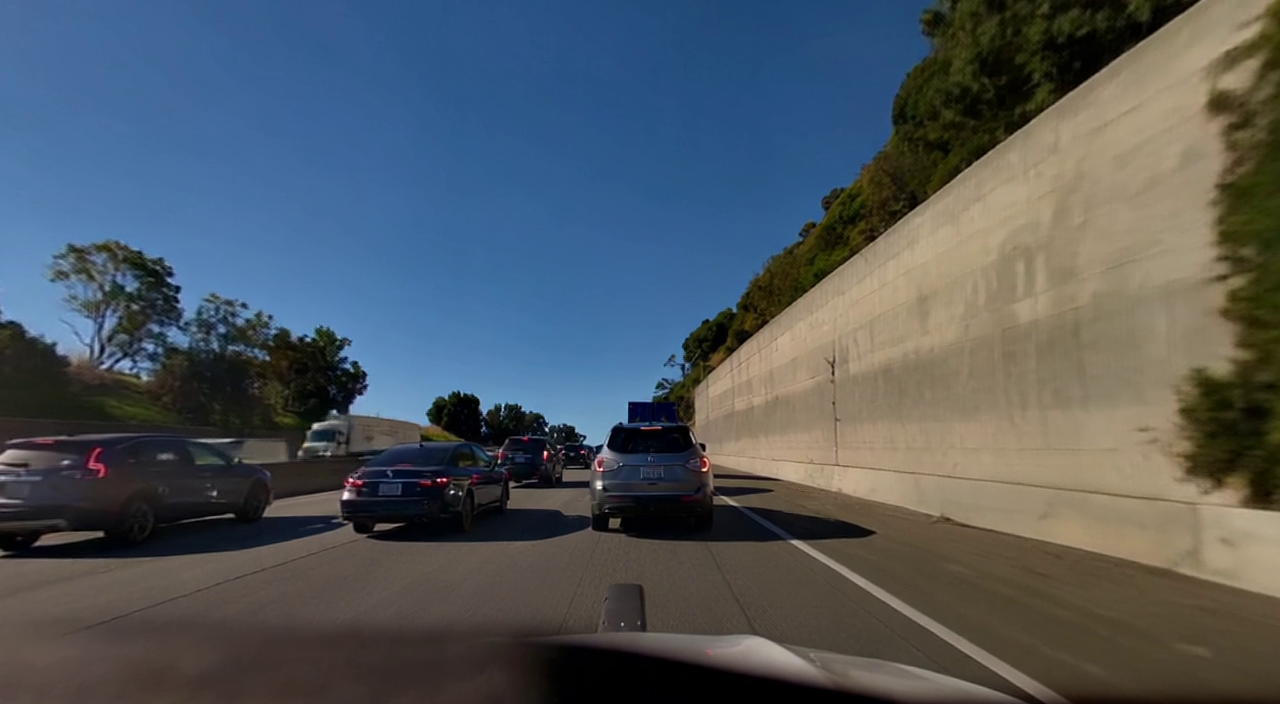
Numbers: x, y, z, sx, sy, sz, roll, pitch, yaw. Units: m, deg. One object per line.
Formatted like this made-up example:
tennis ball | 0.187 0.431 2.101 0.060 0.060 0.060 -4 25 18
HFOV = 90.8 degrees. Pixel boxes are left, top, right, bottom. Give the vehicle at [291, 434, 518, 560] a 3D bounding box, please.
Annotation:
vehicle | -3.249 2.075 9.698 1.917 1.506 3.949 0 -9 1

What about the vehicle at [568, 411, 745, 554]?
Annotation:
vehicle | 0.164 2.047 10.601 2.210 1.760 5.303 0 -9 -1

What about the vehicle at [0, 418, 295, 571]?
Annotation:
vehicle | -7.468 1.957 9.429 1.986 1.700 4.558 0 -9 0
